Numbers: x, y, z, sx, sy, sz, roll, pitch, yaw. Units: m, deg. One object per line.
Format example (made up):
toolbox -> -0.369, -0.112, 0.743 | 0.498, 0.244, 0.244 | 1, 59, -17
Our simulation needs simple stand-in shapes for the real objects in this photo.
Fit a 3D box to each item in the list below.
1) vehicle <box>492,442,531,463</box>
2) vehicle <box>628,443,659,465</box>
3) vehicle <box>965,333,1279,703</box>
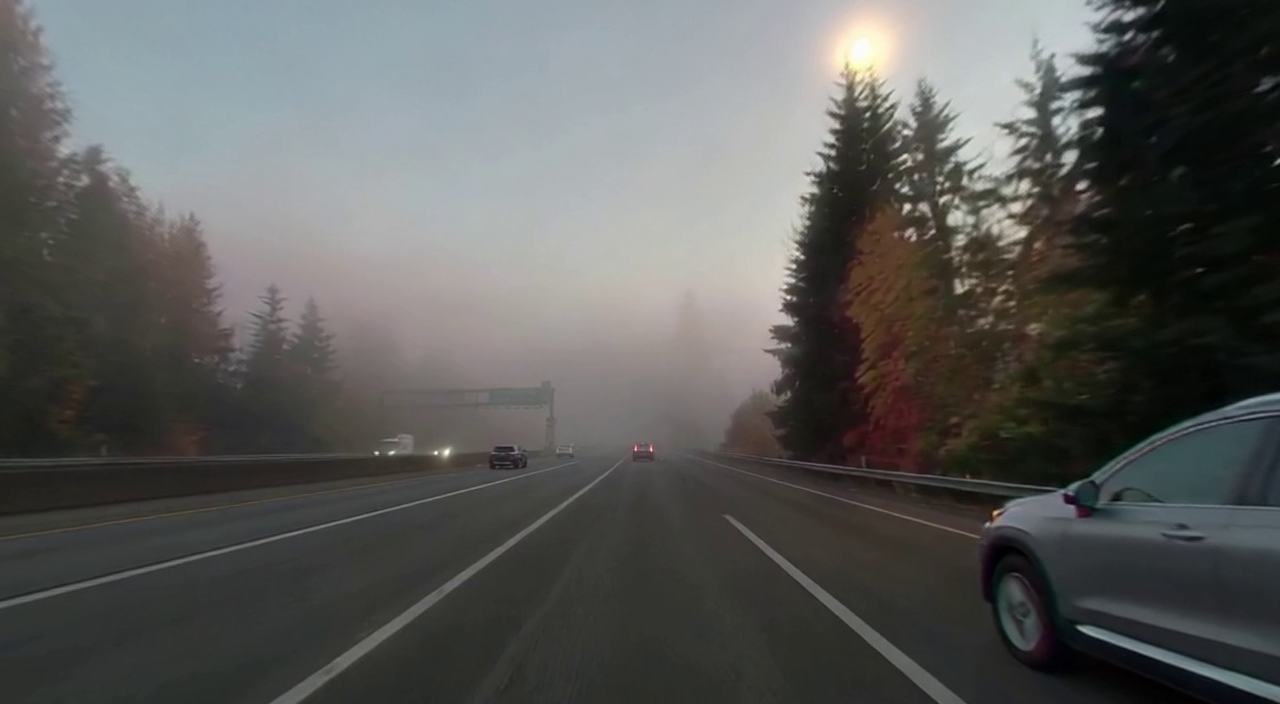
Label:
vehicle -> -9.643, 7.562, 47.712 | 1.965, 1.473, 4.313 | 0, -8, 1
vehicle -> 0.223, 6.935, 43.023 | 1.985, 1.450, 4.266 | 0, -8, 0
vehicle -> 3.350, 0.796, 2.258 | 2.120, 1.706, 4.226 | 0, -8, 1
